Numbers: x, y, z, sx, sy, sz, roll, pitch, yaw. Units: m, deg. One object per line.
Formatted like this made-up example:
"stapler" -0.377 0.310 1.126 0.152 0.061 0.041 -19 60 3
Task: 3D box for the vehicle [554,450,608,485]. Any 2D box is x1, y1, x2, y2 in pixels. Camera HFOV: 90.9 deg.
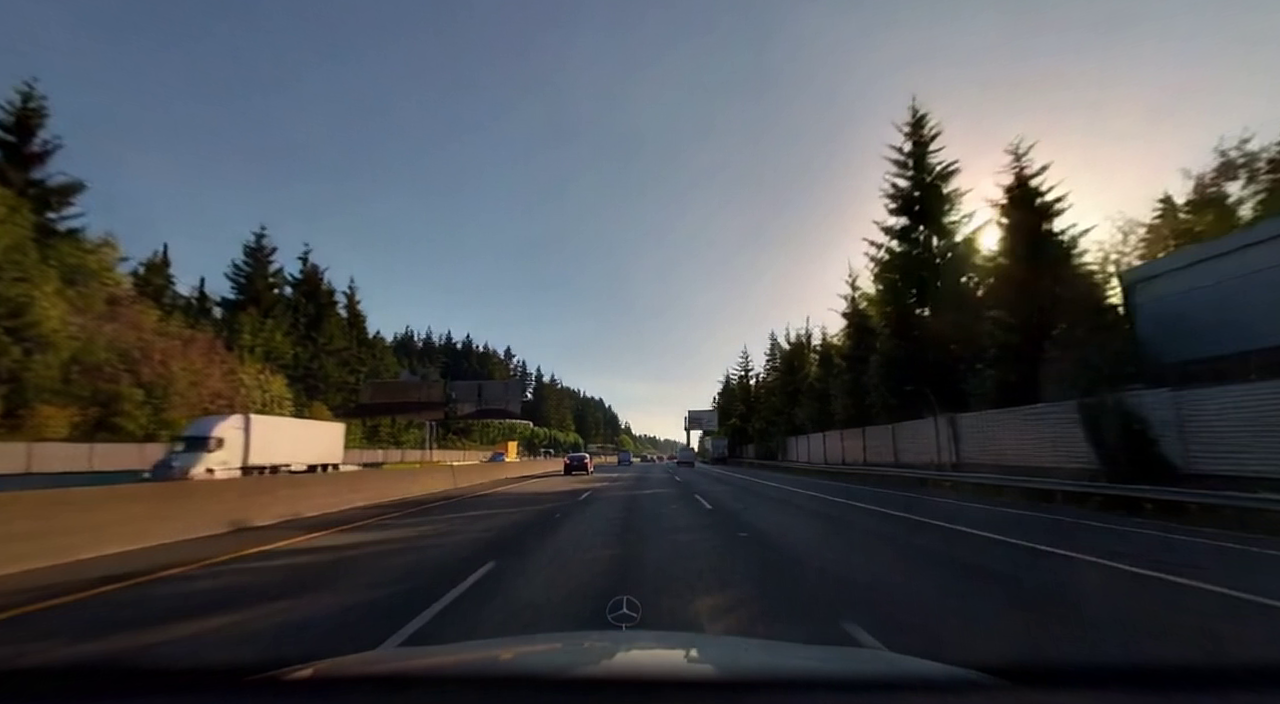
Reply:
"vehicle" -2.699 5.402 29.753 2.035 1.513 4.272 0 -9 2

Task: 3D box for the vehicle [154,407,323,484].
"vehicle" -21.568 5.197 34.828 2.929 3.616 9.320 0 -9 2
